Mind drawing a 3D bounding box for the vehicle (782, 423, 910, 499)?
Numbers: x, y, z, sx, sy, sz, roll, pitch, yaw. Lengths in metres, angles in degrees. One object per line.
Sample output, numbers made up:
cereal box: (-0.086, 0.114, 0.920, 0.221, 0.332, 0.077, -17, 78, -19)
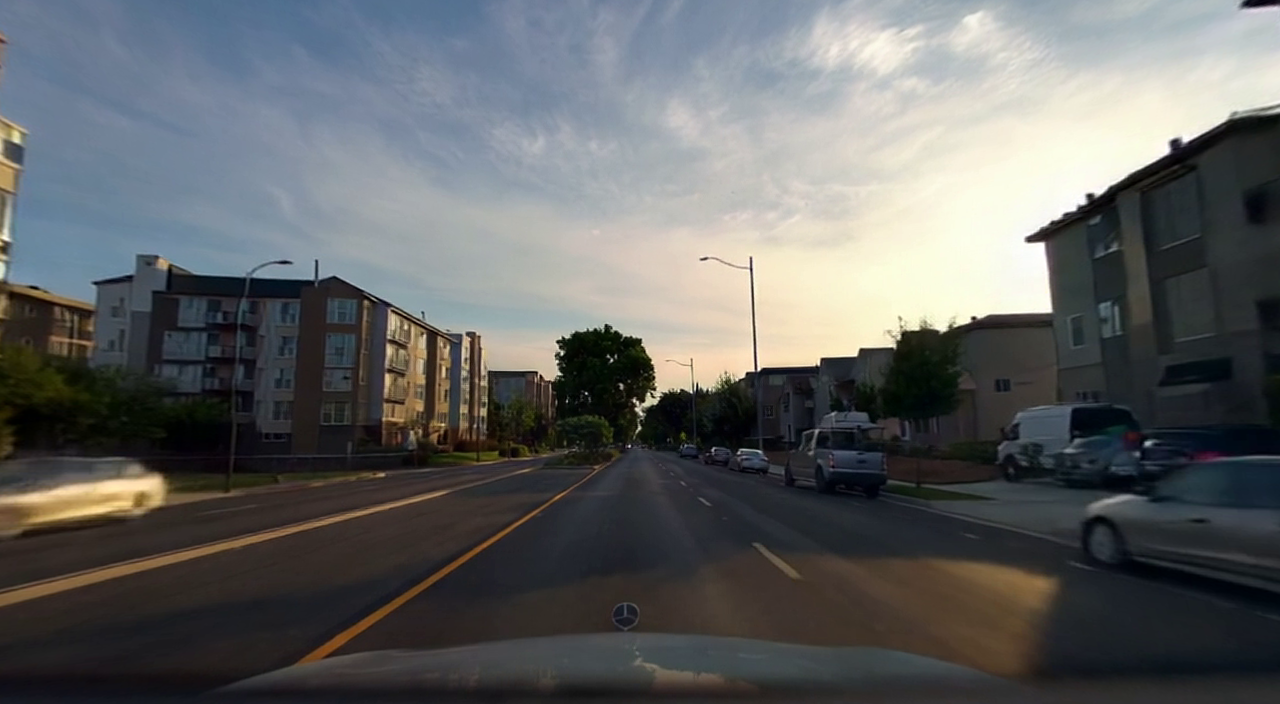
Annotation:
vehicle: (6.283, 3.428, 20.287, 2.267, 2.037, 6.240, -1, -9, 3)

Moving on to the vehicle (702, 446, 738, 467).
vehicle: (5.912, 7.808, 47.516, 1.944, 1.478, 4.885, 0, -9, -2)

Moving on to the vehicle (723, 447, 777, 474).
vehicle: (6.042, 6.034, 35.425, 2.013, 1.408, 5.011, 0, -9, -1)

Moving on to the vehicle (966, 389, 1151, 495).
vehicle: (11.812, 2.608, 18.325, 1.794, 2.637, 4.533, -1, -9, -5)

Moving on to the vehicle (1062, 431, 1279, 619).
vehicle: (6.158, 1.463, 5.546, 1.914, 1.517, 4.320, 0, -9, 0)

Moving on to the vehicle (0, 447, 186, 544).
vehicle: (-10.679, 2.457, 11.317, 1.847, 1.460, 4.294, 0, -9, 1)
